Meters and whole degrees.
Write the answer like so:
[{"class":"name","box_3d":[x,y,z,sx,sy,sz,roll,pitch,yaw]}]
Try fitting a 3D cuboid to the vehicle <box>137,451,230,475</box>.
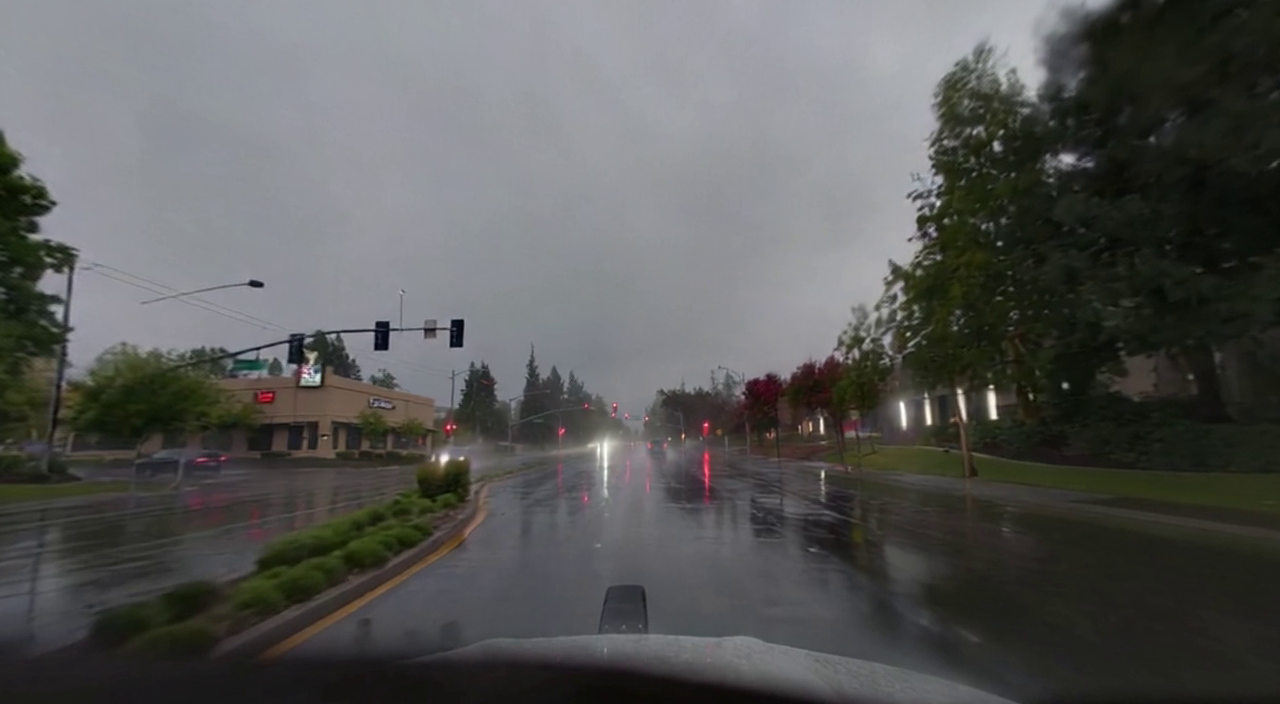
[{"class":"vehicle","box_3d":[-29.172,7.127,40.437,4.438,1.440,1.782,1,-8,-6]}]
